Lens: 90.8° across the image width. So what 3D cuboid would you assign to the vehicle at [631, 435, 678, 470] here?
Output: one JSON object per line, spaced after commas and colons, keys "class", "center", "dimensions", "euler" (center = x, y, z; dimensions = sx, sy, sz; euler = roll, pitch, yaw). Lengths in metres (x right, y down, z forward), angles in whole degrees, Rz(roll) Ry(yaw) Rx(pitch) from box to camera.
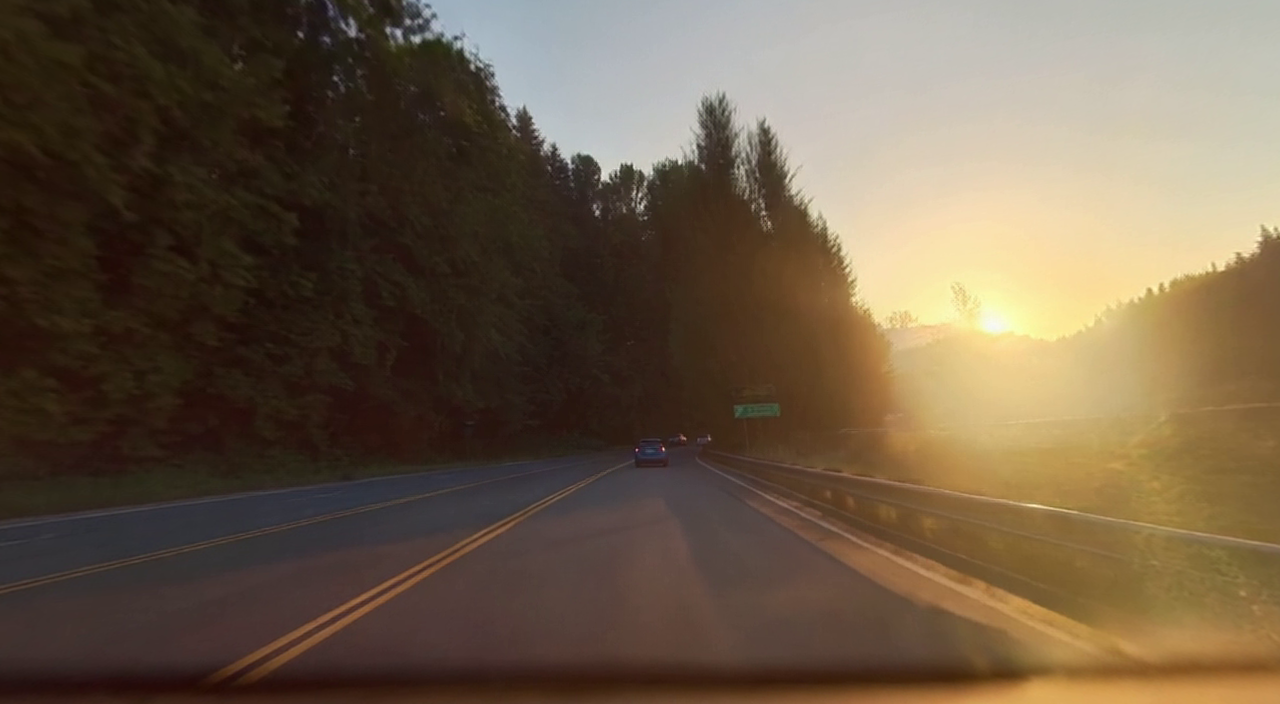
{"class": "vehicle", "center": [0.817, 5.263, 33.252], "dimensions": [2.294, 1.708, 4.110], "euler": [0, -9, 4]}
